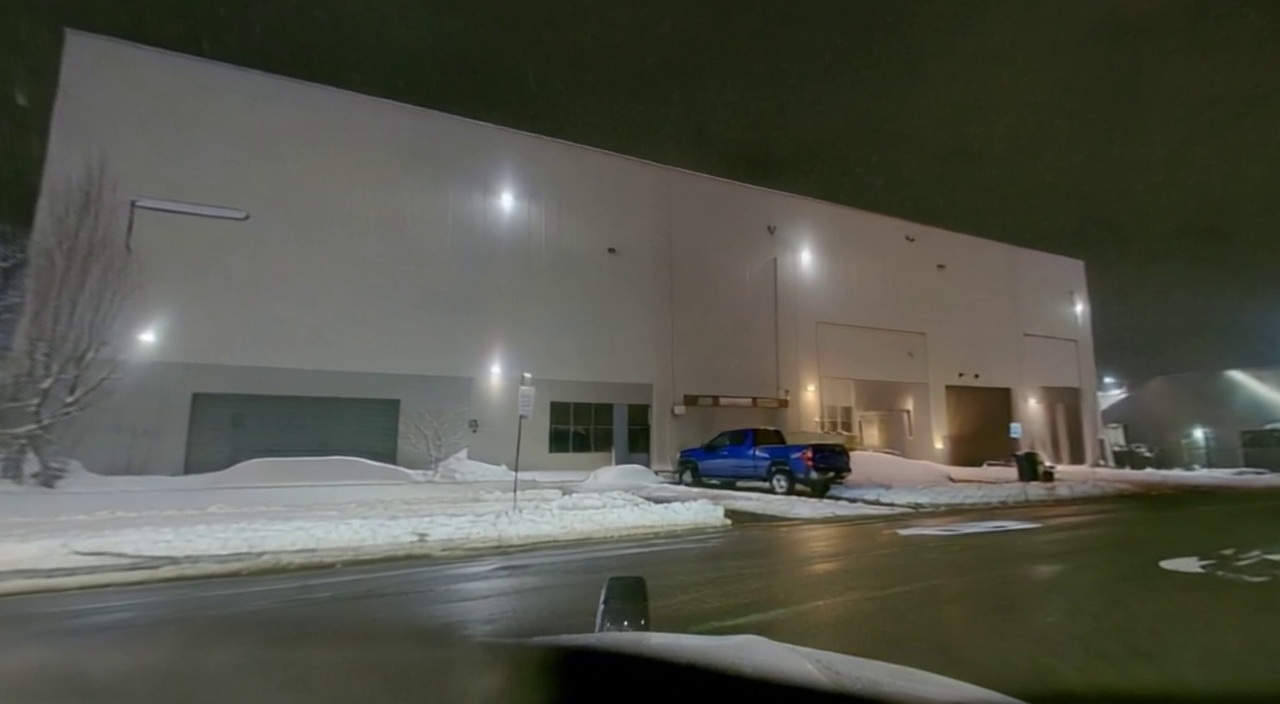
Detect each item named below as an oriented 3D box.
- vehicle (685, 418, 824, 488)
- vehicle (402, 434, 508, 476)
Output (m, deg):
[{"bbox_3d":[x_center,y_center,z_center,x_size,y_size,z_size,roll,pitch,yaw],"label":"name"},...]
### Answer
[{"bbox_3d":[5.412,4.829,29.737,6.271,3.004,2.298,5,-11,-25],"label":"vehicle"},{"bbox_3d":[-10.021,5.548,34.220,5.207,2.103,1.997,4,-9,-26],"label":"vehicle"}]
